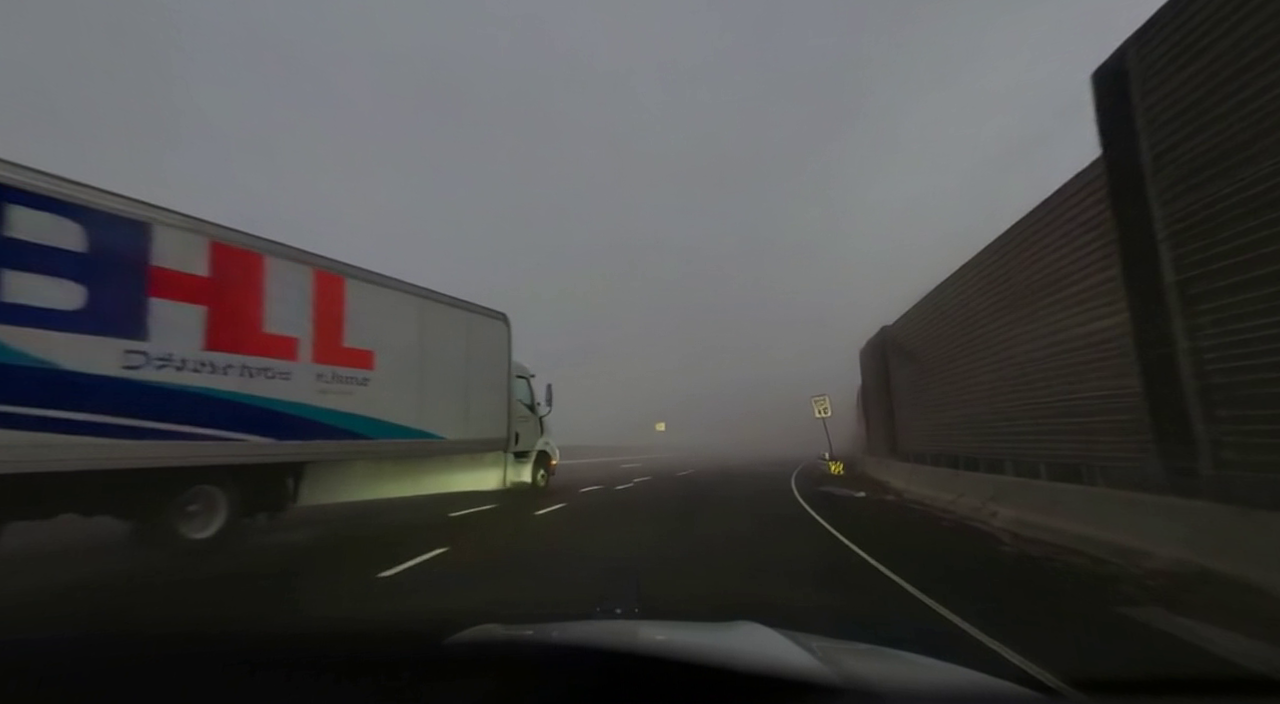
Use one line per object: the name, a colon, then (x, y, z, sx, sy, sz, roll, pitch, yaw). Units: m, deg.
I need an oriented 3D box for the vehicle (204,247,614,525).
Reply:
vehicle: (-3.769, 1.158, 14.517, 2.997, 4.029, 10.500, -2, -8, 17)

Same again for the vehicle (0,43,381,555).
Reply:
vehicle: (-6.586, -0.419, 5.627, 2.796, 4.184, 8.554, -1, -8, 17)
